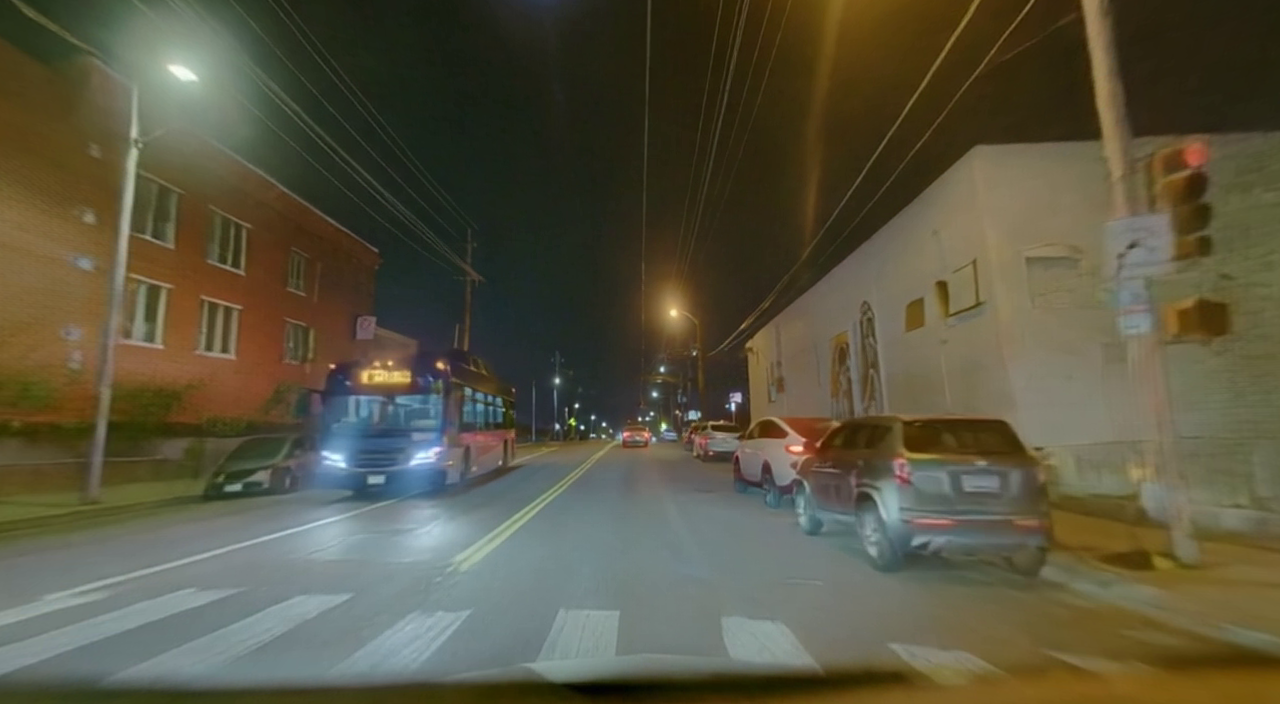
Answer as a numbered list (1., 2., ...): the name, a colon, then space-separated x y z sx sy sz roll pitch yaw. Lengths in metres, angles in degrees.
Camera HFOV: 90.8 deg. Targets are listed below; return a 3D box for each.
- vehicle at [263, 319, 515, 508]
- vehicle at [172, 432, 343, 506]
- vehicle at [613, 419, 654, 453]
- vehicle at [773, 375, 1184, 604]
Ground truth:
1. vehicle: -5.713 1.992 17.747 3.297 3.342 12.875 1 -8 -7
2. vehicle: -9.987 3.016 16.960 2.031 1.539 4.089 0 -5 0
3. vehicle: -0.365 4.738 35.646 2.190 1.783 4.048 0 -8 0
4. vehicle: 3.093 1.433 7.161 2.171 1.751 4.373 1 -10 -1
